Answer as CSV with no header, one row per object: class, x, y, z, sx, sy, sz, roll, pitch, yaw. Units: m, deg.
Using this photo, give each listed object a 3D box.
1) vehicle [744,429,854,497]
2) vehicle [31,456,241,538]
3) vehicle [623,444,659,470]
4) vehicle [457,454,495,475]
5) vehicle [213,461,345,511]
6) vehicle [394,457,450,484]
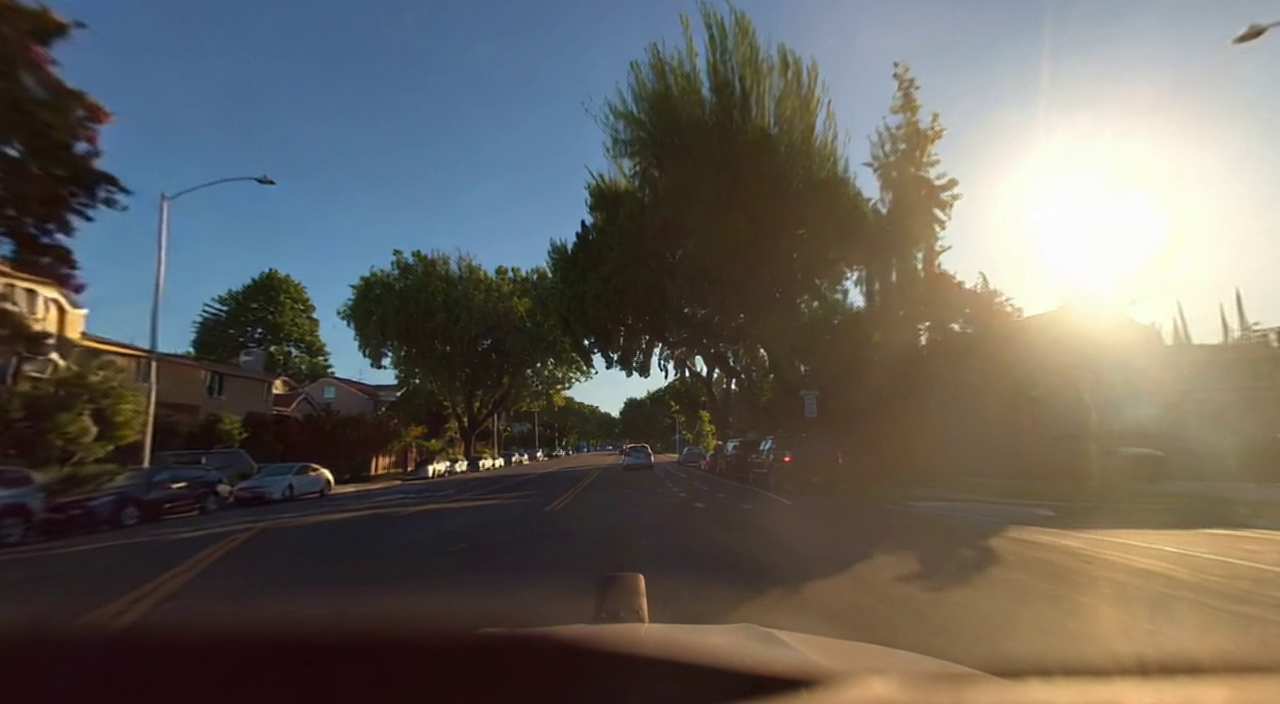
vehicle,5.102,3.611,21.097,2.195,2.000,4.789,0,-8,-3
vehicle,-12.745,3.630,16.466,1.917,1.739,4.461,0,-9,-3
vehicle,0.006,6.364,38.441,2.022,1.471,3.973,0,-9,-2
vehicle,-12.795,8.773,49.532,1.882,1.507,4.638,0,-9,-3
vehicle,-12.622,4.671,22.500,1.835,1.488,4.696,-1,-9,1
vehicle,-12.789,6.970,37.396,1.819,1.443,4.273,0,-9,0
